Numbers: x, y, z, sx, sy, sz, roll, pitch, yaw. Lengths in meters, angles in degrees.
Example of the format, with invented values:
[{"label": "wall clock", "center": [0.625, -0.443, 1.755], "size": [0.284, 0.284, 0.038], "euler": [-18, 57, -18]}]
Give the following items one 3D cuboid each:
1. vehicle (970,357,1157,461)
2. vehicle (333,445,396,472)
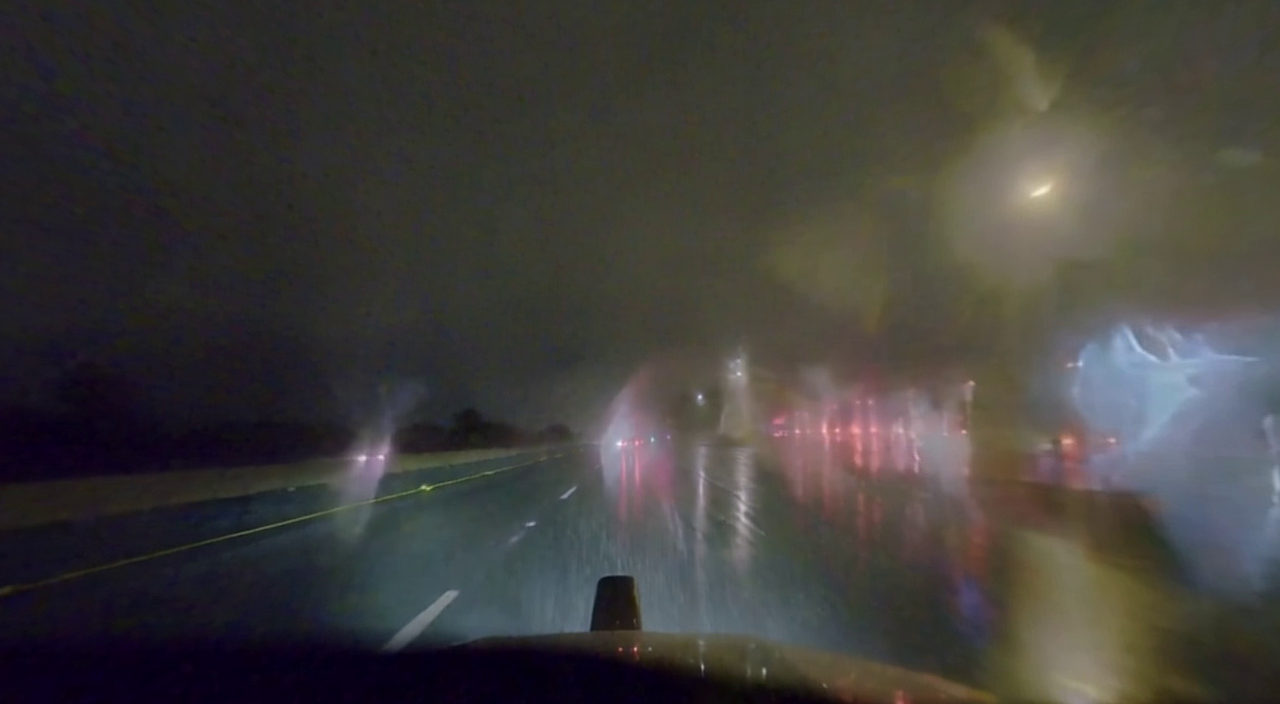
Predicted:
[{"label": "vehicle", "center": [20.233, 3.170, 31.716], "size": [3.187, 4.063, 13.741], "euler": [-2, -8, 14]}, {"label": "vehicle", "center": [-16.392, 6.329, 37.772], "size": [1.792, 1.439, 4.421], "euler": [0, -8, 0]}]
